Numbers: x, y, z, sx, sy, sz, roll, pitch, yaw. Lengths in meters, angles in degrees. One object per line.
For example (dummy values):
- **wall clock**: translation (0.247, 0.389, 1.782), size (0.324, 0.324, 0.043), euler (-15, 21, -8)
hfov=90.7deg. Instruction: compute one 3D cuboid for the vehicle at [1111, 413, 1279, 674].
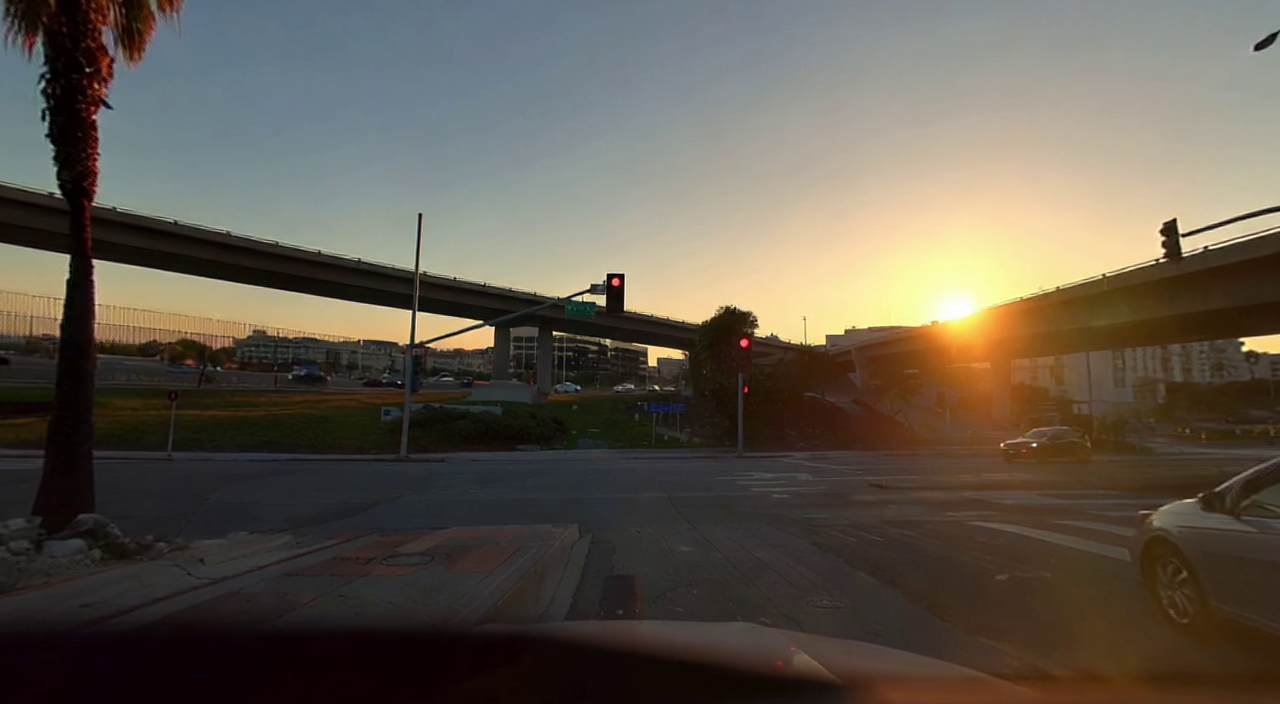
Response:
- **vehicle**: translation (4.517, 0.972, 2.758), size (1.959, 1.485, 4.628), euler (-2, -9, 9)
